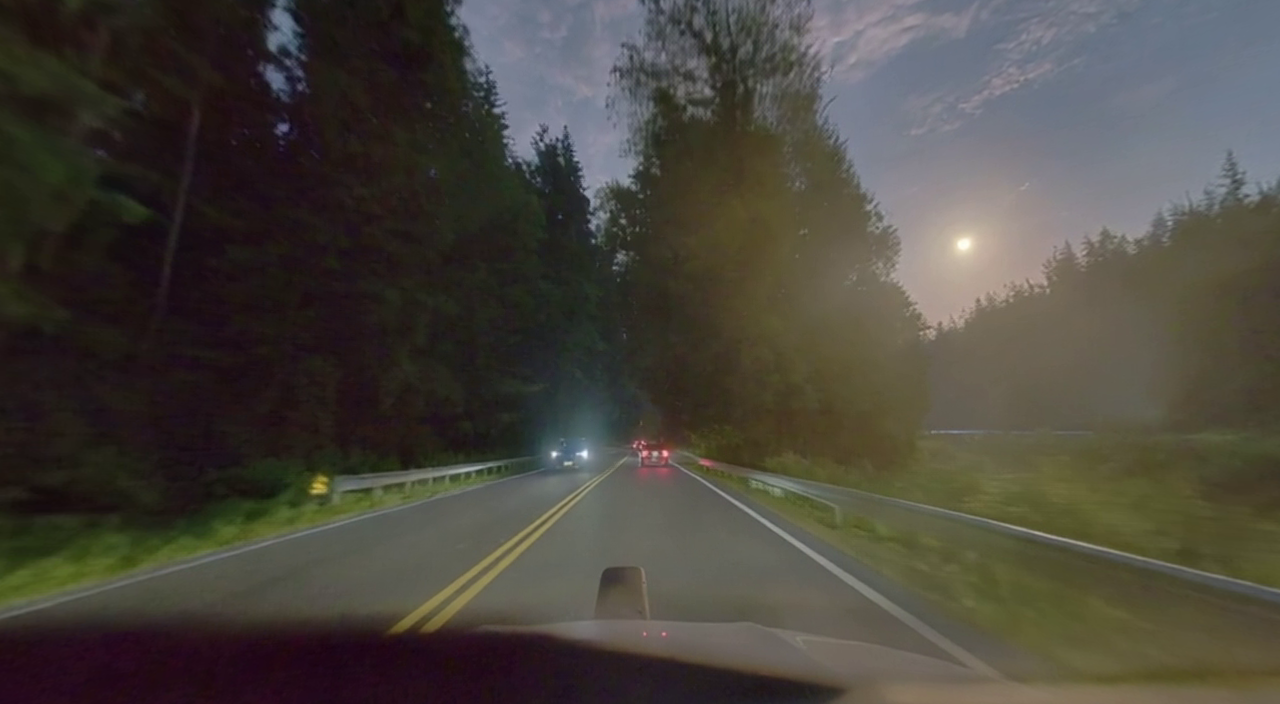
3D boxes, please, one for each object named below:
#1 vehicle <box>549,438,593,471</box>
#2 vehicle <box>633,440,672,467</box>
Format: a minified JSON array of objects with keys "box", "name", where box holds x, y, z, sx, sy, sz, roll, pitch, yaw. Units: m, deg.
[{"box":[-3.733,5.577,34.755,1.953,1.676,4.508,0,-8,0],"name":"vehicle"},{"box":[0.686,5.937,37.220,2.120,1.491,4.349,0,-8,-1],"name":"vehicle"}]
